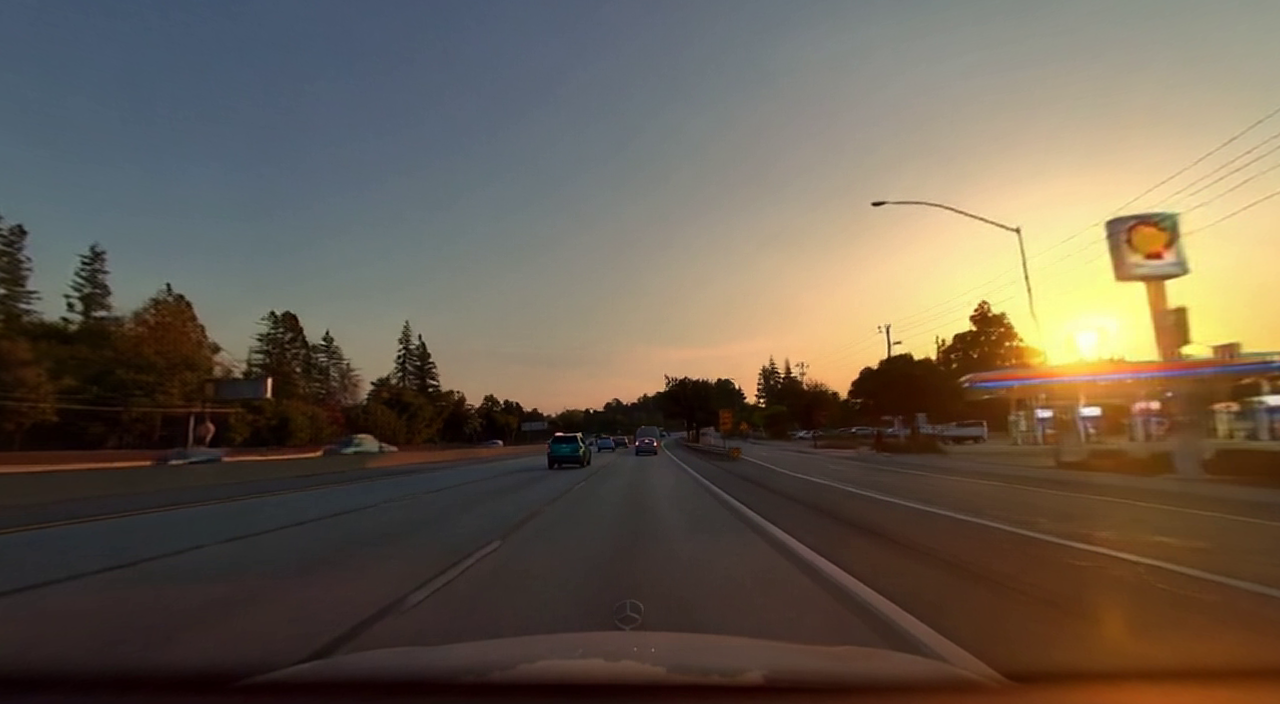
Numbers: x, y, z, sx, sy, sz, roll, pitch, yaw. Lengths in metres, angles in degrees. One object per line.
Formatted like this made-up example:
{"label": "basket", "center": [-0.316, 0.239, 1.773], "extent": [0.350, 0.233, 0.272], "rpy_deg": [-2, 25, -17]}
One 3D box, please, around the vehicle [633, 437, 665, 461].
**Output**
{"label": "vehicle", "center": [0.561, 6.451, 42.185], "extent": [1.982, 1.524, 3.800], "rpy_deg": [0, -8, -1]}

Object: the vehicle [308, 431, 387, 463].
{"label": "vehicle", "center": [-20.393, 6.681, 44.383], "extent": [2.388, 2.040, 6.505], "rpy_deg": [0, -8, 0]}

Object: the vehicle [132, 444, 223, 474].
{"label": "vehicle", "center": [-27.883, 6.468, 38.260], "extent": [2.051, 1.686, 4.574], "rpy_deg": [0, -8, 0]}

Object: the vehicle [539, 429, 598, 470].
{"label": "vehicle", "center": [-3.469, 4.843, 31.439], "extent": [2.273, 1.884, 4.515], "rpy_deg": [0, -8, 2]}
